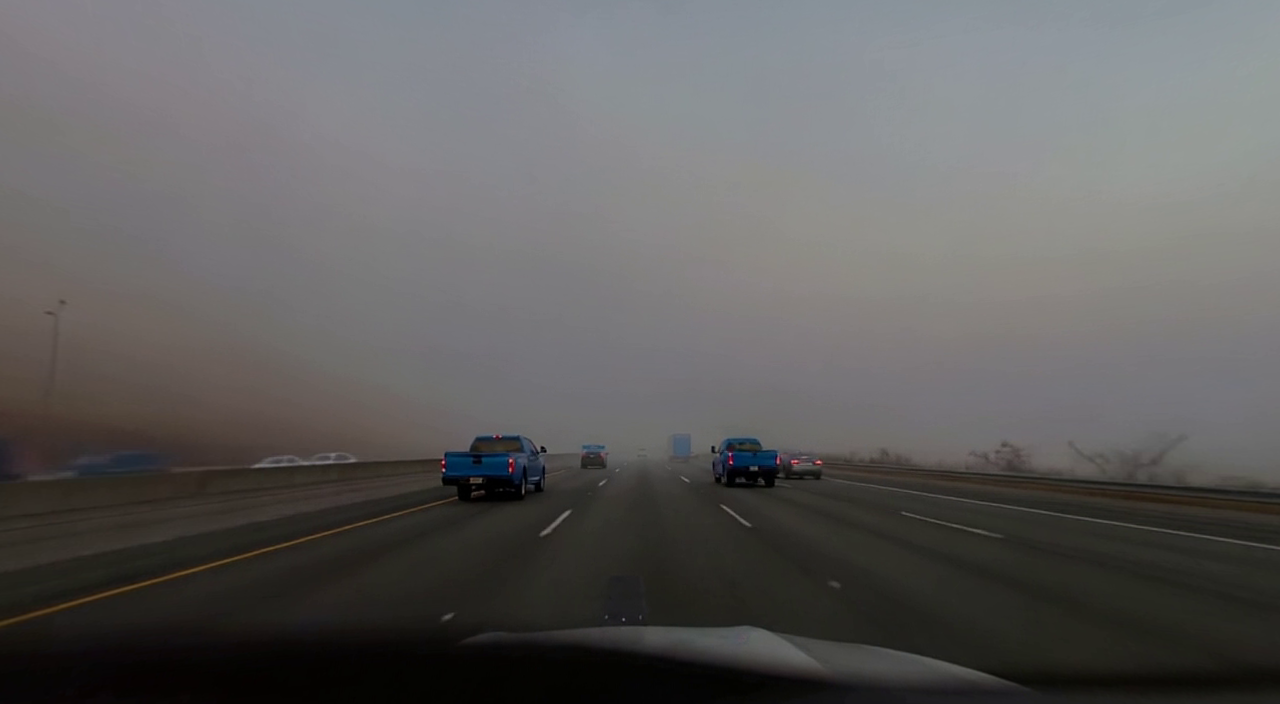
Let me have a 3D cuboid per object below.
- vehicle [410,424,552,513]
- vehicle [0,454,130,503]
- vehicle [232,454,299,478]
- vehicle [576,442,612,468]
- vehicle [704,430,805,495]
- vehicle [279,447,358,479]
[{"bbox_3d":[-3.736,2.845,16.033,2.227,1.853,5.161,0,-8,1],"label":"vehicle"},{"bbox_3d":[-21.175,4.435,22.581,1.873,1.490,4.725,0,-8,0],"label":"vehicle"},{"bbox_3d":[-25.569,7.775,43.233,1.850,1.478,4.595,0,-8,-1],"label":"vehicle"},{"bbox_3d":[-3.310,7.500,46.062,2.235,1.785,4.386,-1,-8,1],"label":"vehicle"},{"bbox_3d":[3.818,3.801,22.257,2.424,1.952,5.611,0,-8,-1],"label":"vehicle"},{"bbox_3d":[-17.463,6.034,34.528,1.948,1.576,4.501,0,-8,1],"label":"vehicle"}]
